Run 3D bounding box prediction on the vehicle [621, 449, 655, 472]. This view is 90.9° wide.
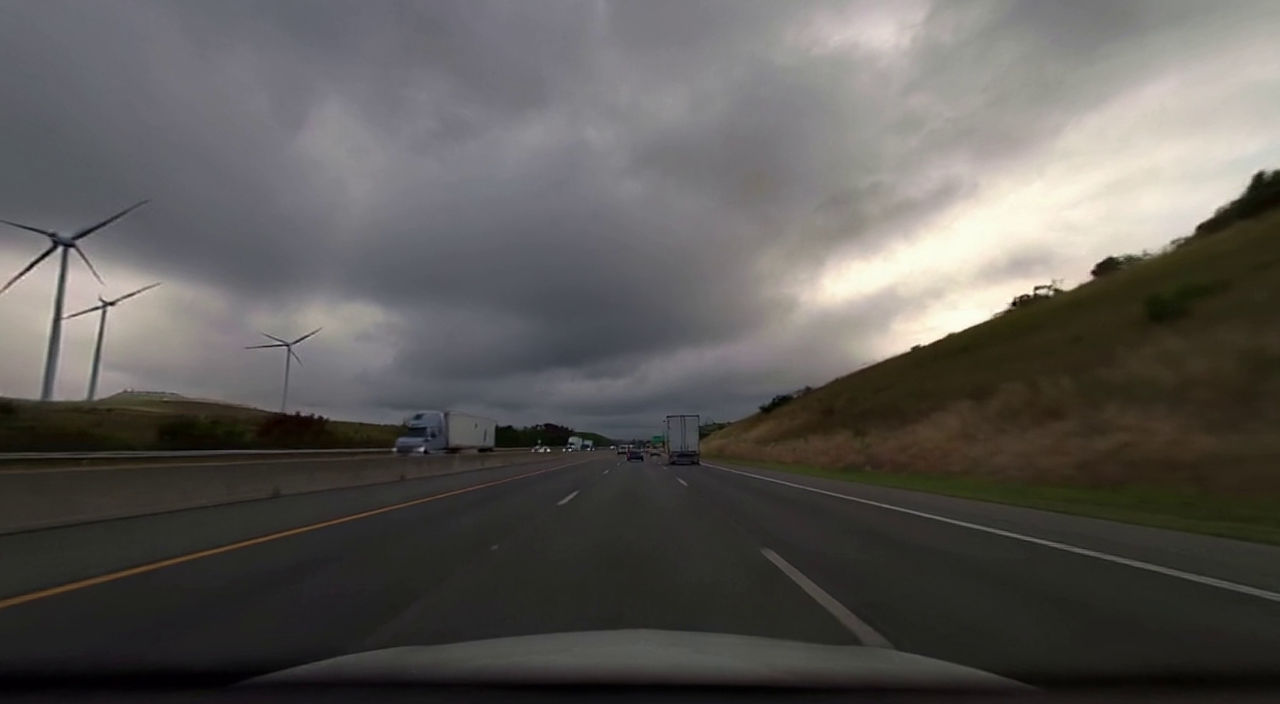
[{"bbox_3d":[-0.144,7.307,42.589,2.209,1.453,3.695,0,-9,0],"label":"vehicle"}]

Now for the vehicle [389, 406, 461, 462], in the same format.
[{"bbox_3d":[-15.734,6.130,46.568,3.185,3.867,5.948,0,-9,-1],"label":"vehicle"}]
